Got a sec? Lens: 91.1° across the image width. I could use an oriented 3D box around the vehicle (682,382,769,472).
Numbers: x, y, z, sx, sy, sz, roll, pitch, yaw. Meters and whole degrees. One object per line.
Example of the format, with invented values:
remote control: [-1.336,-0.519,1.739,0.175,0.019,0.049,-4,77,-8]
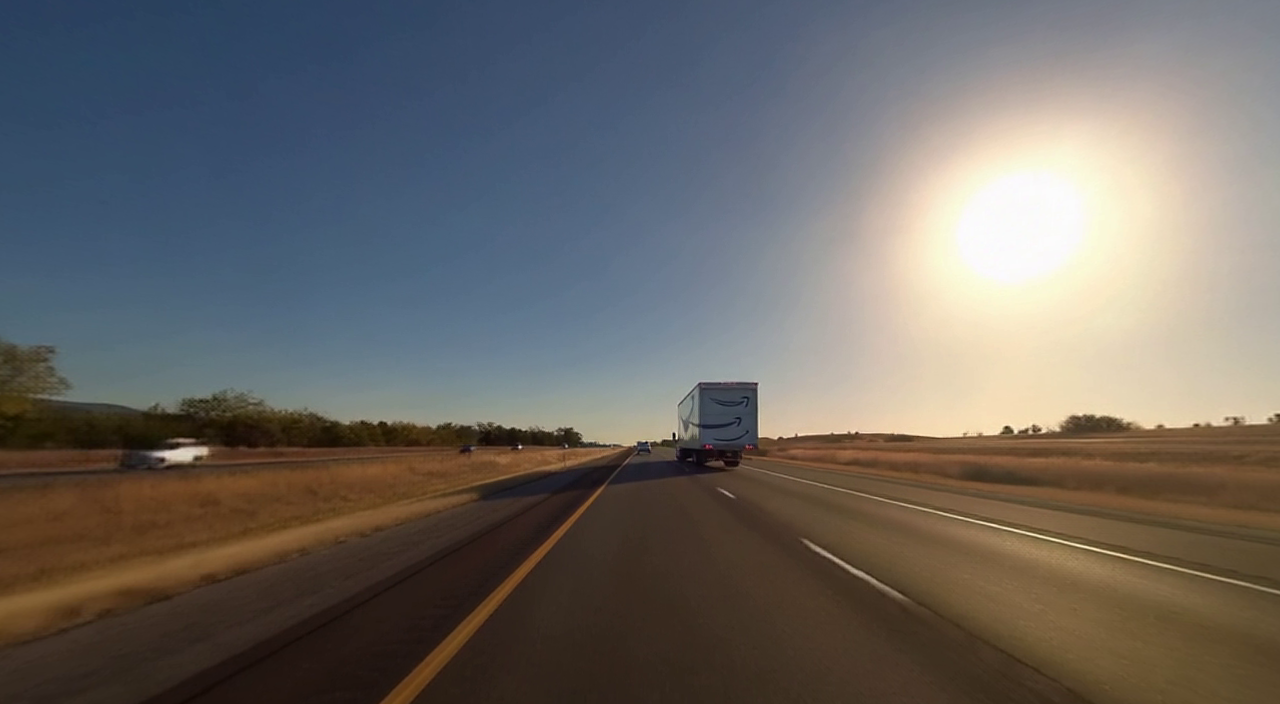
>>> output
vehicle: [4.687,4.854,38.906,3.190,4.365,16.625,0,-8,0]
